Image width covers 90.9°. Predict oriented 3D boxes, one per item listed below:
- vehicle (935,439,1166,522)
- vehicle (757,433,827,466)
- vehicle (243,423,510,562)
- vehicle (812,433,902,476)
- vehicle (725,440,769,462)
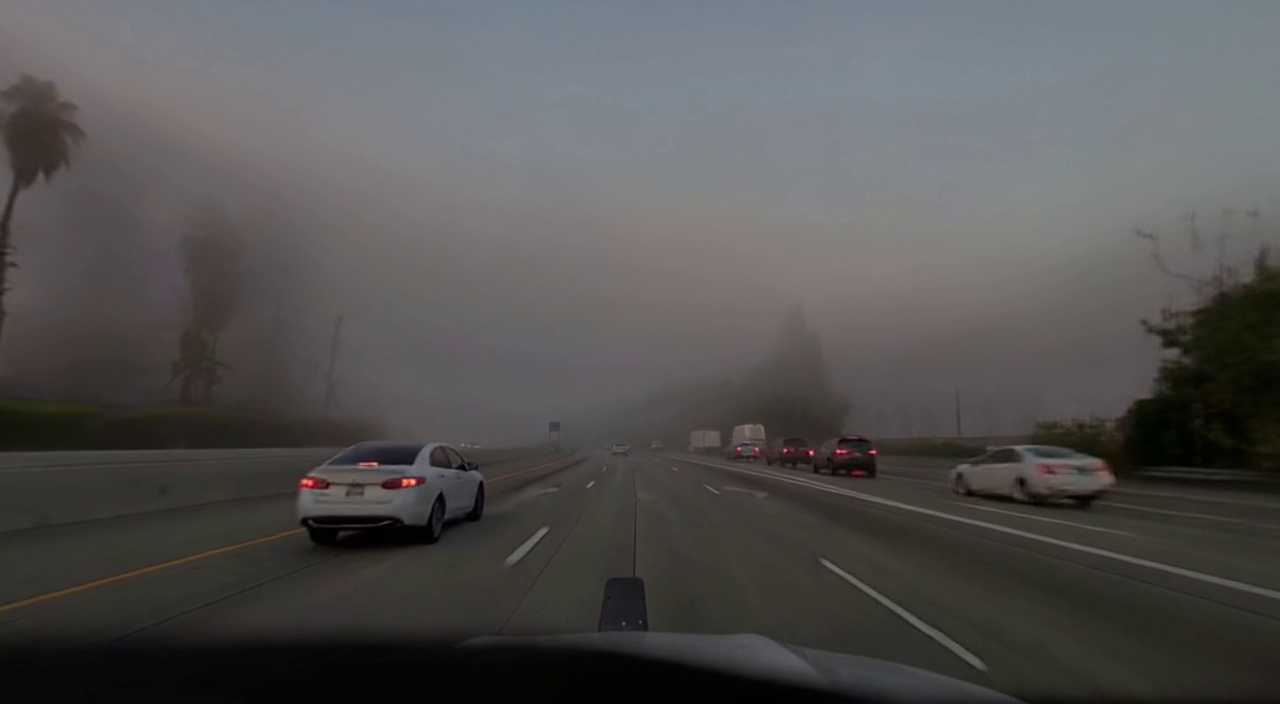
[{"bbox_3d":[8.531,2.661,13.726,1.984,1.477,4.385,0,-8,-1],"label":"vehicle"},{"bbox_3d":[8.213,5.363,34.744,2.345,1.637,5.558,0,-8,-2],"label":"vehicle"},{"bbox_3d":[-3.405,1.889,9.251,2.109,1.536,4.174,0,-8,0],"label":"vehicle"},{"bbox_3d":[8.774,4.164,25.932,1.957,1.584,4.272,0,-8,-3],"label":"vehicle"},{"bbox_3d":[7.913,7.382,47.199,2.052,1.468,5.333,0,-8,-3],"label":"vehicle"}]
